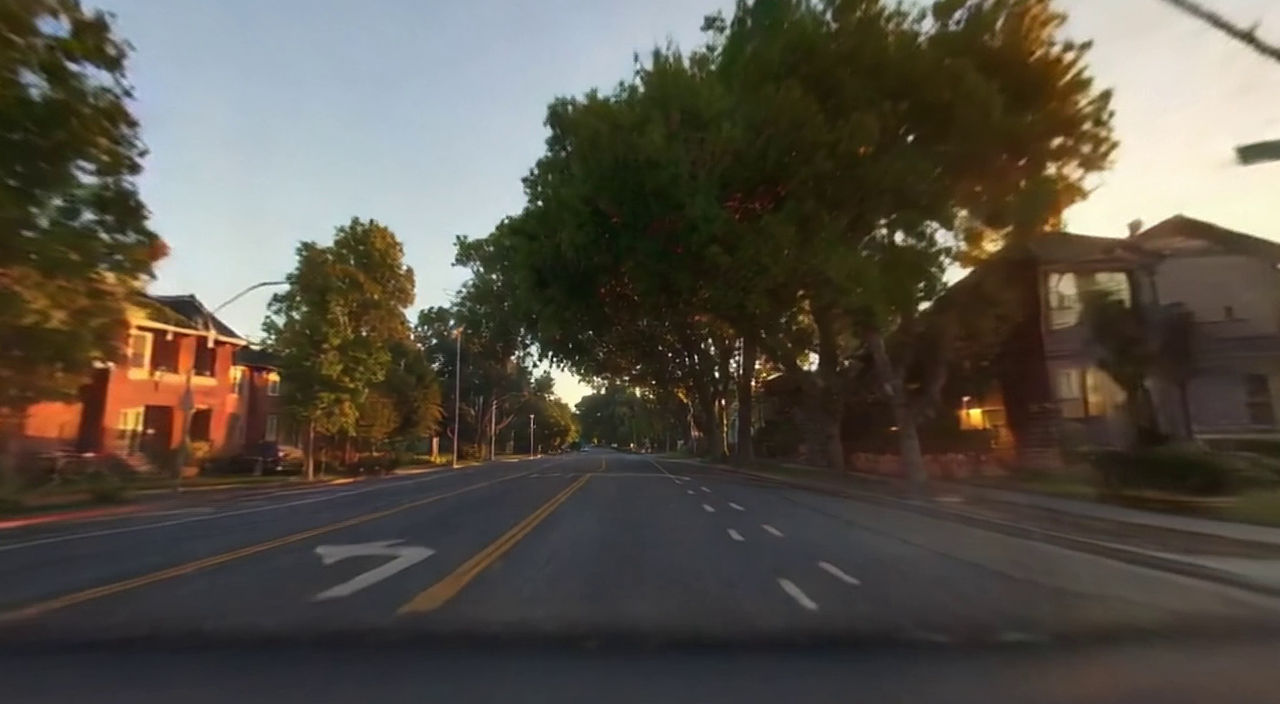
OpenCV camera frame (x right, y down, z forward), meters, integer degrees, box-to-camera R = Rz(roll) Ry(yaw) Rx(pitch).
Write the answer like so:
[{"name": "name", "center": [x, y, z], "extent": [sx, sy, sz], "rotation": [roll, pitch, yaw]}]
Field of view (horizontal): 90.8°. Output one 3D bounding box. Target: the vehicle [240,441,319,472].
[{"name": "vehicle", "center": [-23.490, 6.826, 41.508], "extent": [2.192, 1.901, 5.889], "rotation": [1, -9, -6]}]
